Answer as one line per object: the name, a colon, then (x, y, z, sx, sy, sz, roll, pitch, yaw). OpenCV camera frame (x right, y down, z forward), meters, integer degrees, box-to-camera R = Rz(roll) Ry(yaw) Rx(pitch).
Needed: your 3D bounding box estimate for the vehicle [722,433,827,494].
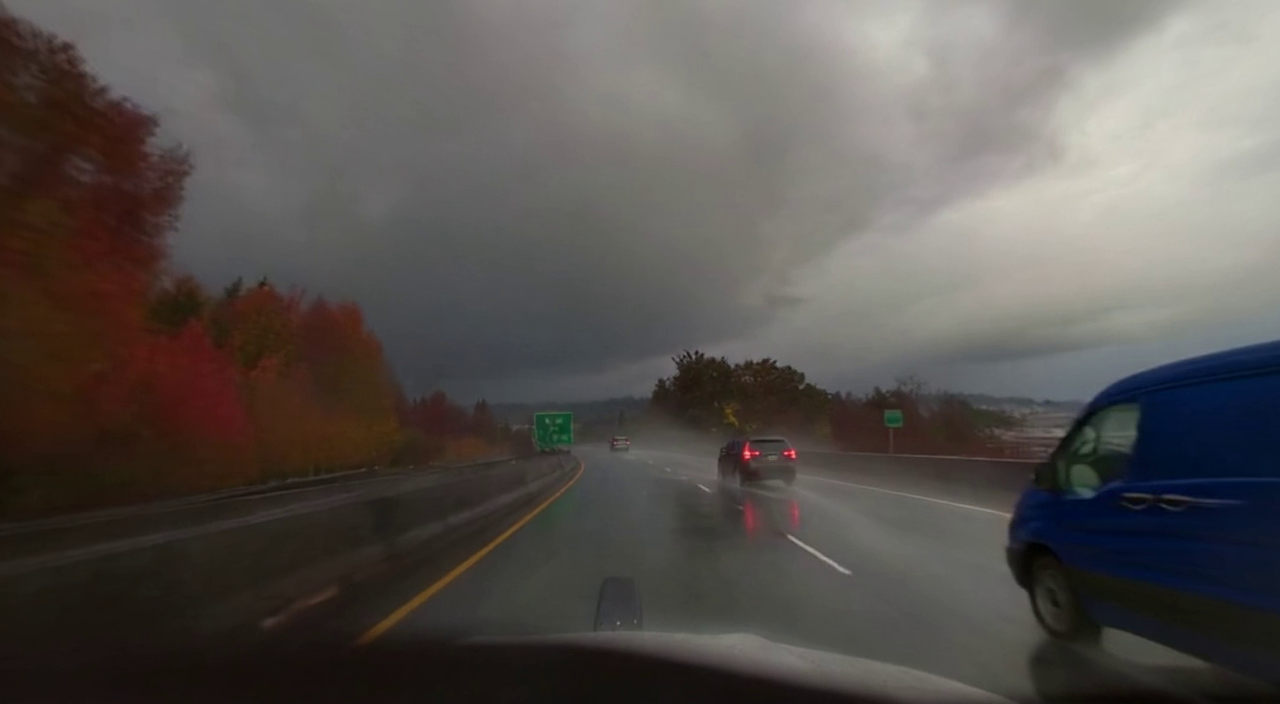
vehicle: (3.732, 3.187, 18.225, 1.952, 1.536, 4.036, 0, -9, -3)

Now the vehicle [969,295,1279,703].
vehicle: (3.934, 0.697, 2.670, 2.205, 1.923, 4.956, 0, -9, -2)
